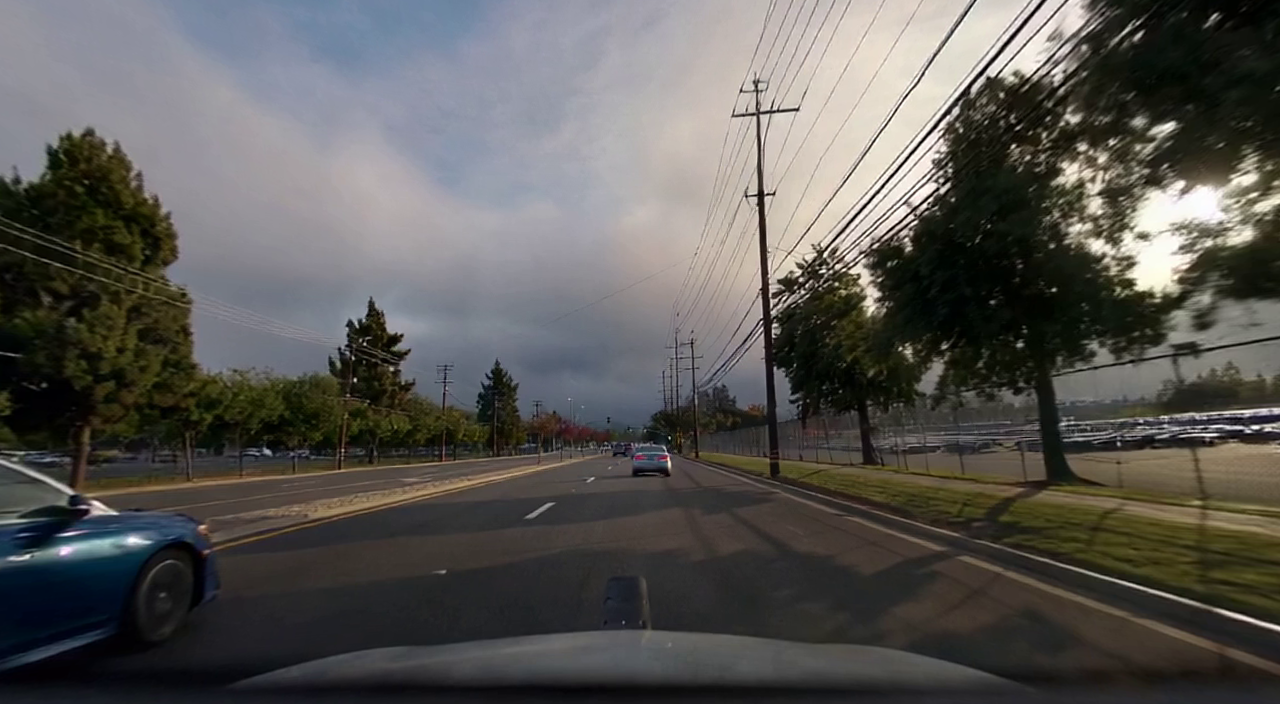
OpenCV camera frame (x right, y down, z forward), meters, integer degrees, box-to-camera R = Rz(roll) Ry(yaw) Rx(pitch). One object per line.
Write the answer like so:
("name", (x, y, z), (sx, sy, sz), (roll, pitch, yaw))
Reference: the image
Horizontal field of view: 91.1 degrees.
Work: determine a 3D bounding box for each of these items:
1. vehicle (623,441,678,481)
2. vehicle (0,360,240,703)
("vehicle", (0.412, 4.436, 25.774), (2.059, 1.486, 3.980), (0, -8, 1))
("vehicle", (-3.893, 0.808, 2.286), (1.950, 1.692, 4.397), (0, -8, 0))
